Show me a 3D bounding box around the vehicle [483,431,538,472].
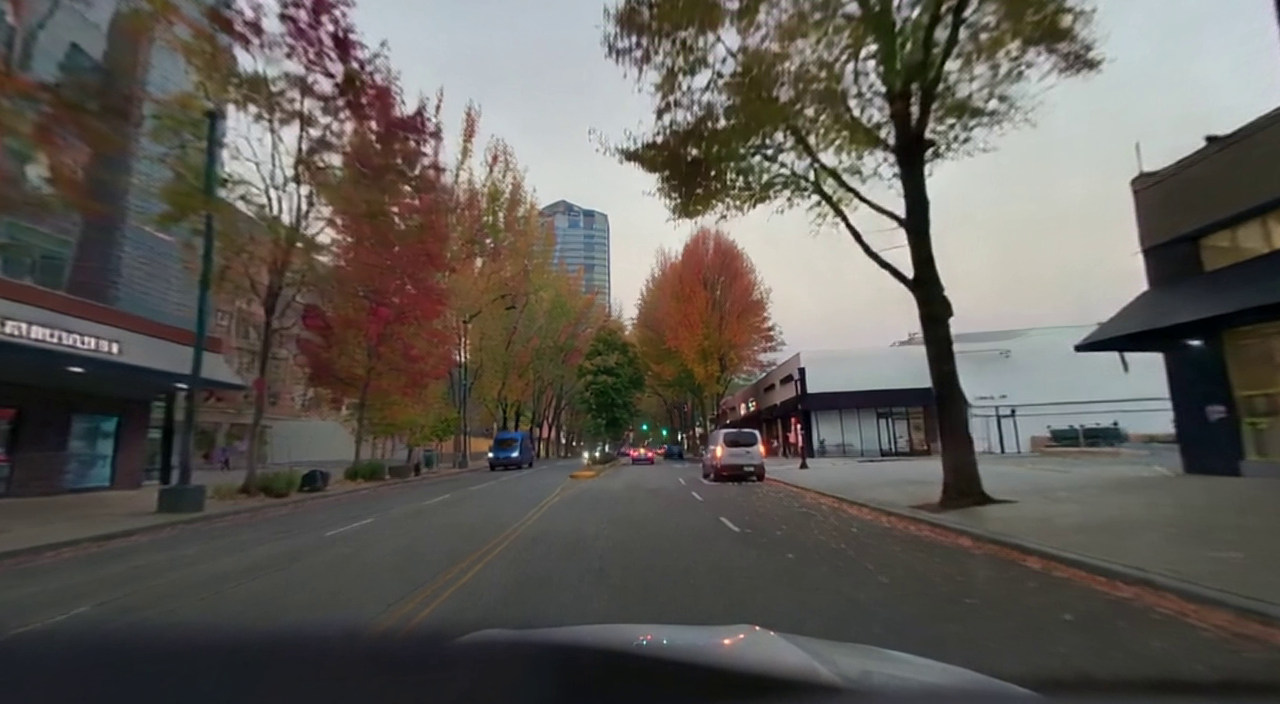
[{"bbox_3d":[-8.812,6.789,43.377,2.348,2.588,5.860,0,-8,1],"label":"vehicle"}]

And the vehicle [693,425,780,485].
[{"bbox_3d":[3.470,3.811,23.772,2.357,1.986,5.136,0,-8,-2],"label":"vehicle"}]
